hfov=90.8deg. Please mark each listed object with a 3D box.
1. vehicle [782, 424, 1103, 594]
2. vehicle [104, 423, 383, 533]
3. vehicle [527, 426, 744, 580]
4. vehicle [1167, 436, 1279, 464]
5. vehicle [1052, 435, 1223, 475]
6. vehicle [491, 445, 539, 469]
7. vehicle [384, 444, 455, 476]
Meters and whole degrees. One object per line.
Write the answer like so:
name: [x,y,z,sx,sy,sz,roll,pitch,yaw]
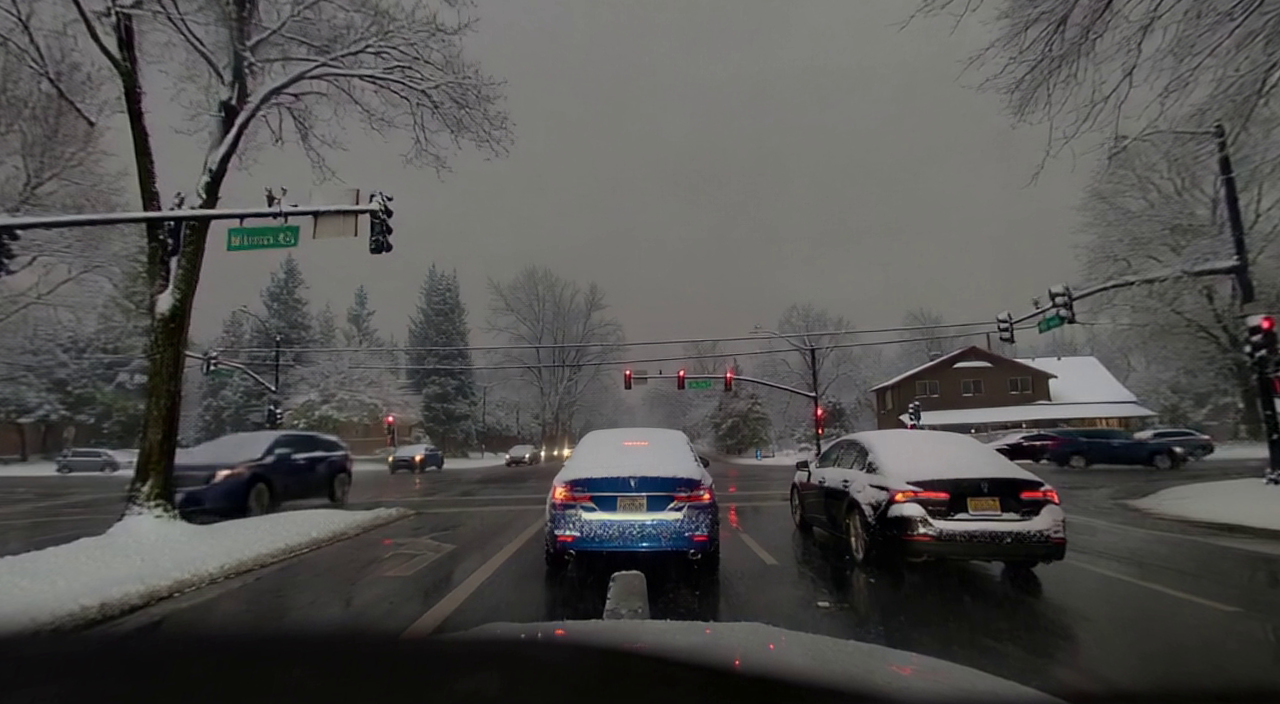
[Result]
vehicle: [3.172,1.712,7.756,1.913,1.505,4.097,0,-8,0]
vehicle: [-7.512,2.433,12.864,2.383,1.779,4.973,0,-8,1]
vehicle: [-0.062,1.779,8.260,2.103,1.478,4.073,0,-8,-1]
vehicle: [31.163,5.213,33.642,4.489,1.432,1.790,0,-9,0]
vehicle: [21.043,4.396,26.961,5.159,1.600,2.329,-1,-9,5]
vehicle: [-7.568,6.422,38.739,2.040,1.374,4.150,0,-8,1]
vehicle: [-11.463,5.625,33.184,2.125,1.476,4.385,-2,-8,1]
